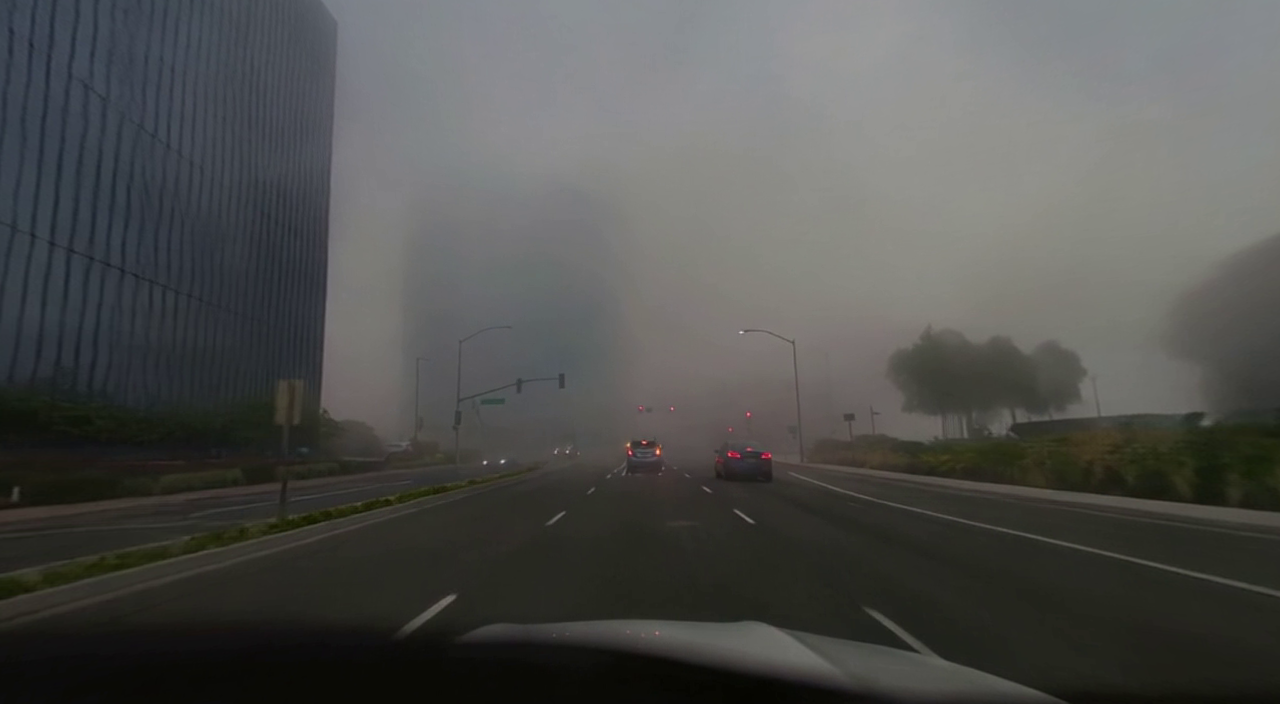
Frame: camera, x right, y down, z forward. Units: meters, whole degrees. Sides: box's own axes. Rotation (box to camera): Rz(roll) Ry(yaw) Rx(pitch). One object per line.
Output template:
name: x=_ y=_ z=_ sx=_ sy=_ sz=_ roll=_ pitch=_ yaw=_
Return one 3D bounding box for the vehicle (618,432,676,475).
vehicle: x=0.294 y=4.905 z=30.491 sx=2.601 sy=1.878 sz=4.535 roll=0 pitch=-9 yaw=0

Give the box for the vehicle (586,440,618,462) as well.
vehicle: x=-2.908 y=7.677 z=48.881 sx=2.103 sy=1.569 sz=3.861 roll=0 pitch=-9 yaw=2

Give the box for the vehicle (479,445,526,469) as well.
vehicle: x=-9.665 y=7.394 z=44.575 sx=1.967 sy=1.552 sz=4.536 roll=-1 pitch=-9 yaw=4
